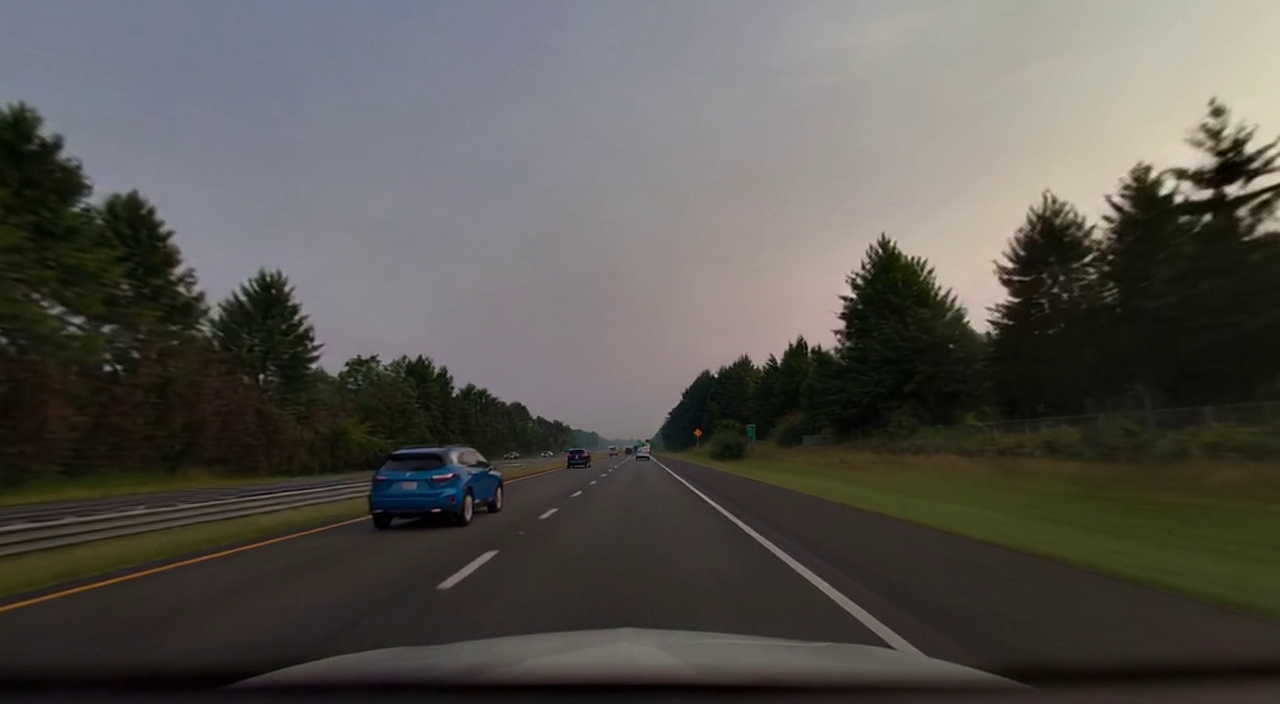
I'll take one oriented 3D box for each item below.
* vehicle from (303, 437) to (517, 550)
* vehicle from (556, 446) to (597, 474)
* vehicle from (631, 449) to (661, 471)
[{"bbox_3d":[-3.573,2.265,10.826,2.034,1.520,4.236,0,-9,1],"label":"vehicle"},{"bbox_3d":[-3.997,6.872,40.493,2.100,1.667,4.223,0,-9,1],"label":"vehicle"},{"bbox_3d":[0.428,7.897,46.373,2.046,1.452,4.407,0,-9,0],"label":"vehicle"}]
